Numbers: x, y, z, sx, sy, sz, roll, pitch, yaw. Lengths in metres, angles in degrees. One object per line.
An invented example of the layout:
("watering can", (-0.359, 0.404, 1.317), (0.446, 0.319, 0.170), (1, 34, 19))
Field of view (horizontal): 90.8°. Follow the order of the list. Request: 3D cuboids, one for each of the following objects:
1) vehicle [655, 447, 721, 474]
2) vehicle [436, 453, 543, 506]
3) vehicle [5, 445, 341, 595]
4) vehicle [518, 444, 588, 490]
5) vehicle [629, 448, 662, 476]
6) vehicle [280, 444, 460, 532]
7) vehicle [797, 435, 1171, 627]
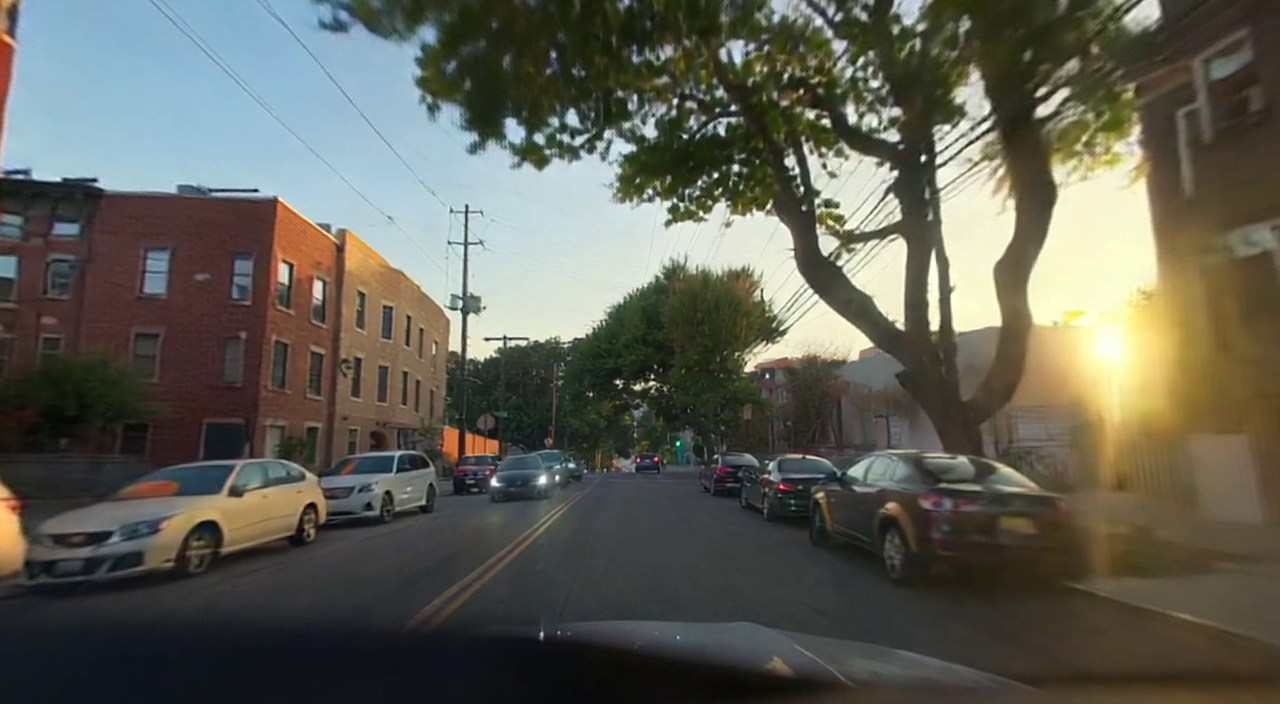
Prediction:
("vehicle", (3.755, 8.341, 48.735), (5.167, 1.895, 2.140), (7, -11, -42))
("vehicle", (-5.198, 4.212, 21.357), (1.994, 1.510, 4.802), (5, -10, -32))
("vehicle", (-6.680, 2.351, 9.867), (1.925, 1.759, 4.396), (0, -9, -2))
("vehicle", (-3.762, 5.061, 28.217), (2.236, 1.834, 4.743), (-1, -9, 3))
("vehicle", (0.400, 7.178, 41.454), (2.059, 1.736, 3.994), (0, -9, 1))
("vehicle", (-6.703, 3.398, 16.683), (2.263, 1.882, 5.706), (0, -9, 0))
("vehicle", (3.385, 1.798, 7.404), (1.895, 1.553, 4.235), (0, -9, -1))
